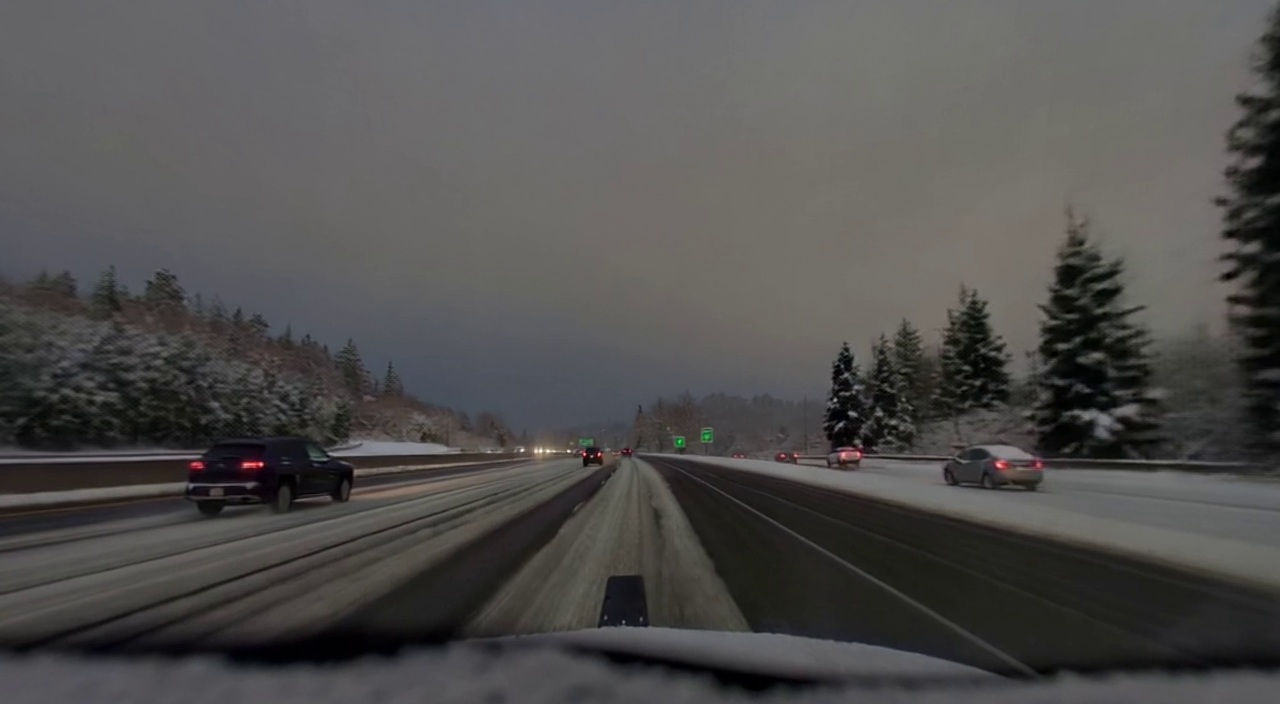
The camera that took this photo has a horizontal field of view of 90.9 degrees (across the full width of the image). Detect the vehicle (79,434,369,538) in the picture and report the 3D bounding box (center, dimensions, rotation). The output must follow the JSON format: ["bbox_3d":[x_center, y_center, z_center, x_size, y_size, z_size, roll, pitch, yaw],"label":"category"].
[{"bbox_3d":[-6.976,2.262,11.408,2.038,1.463,4.656,0,-8,1],"label":"vehicle"}]

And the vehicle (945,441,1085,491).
[{"bbox_3d":[12.810,3.884,22.005,2.201,1.535,4.735,0,-8,3],"label":"vehicle"}]

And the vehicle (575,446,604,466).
[{"bbox_3d":[-3.869,8.052,49.091,1.936,1.465,4.060,0,-8,0],"label":"vehicle"}]
